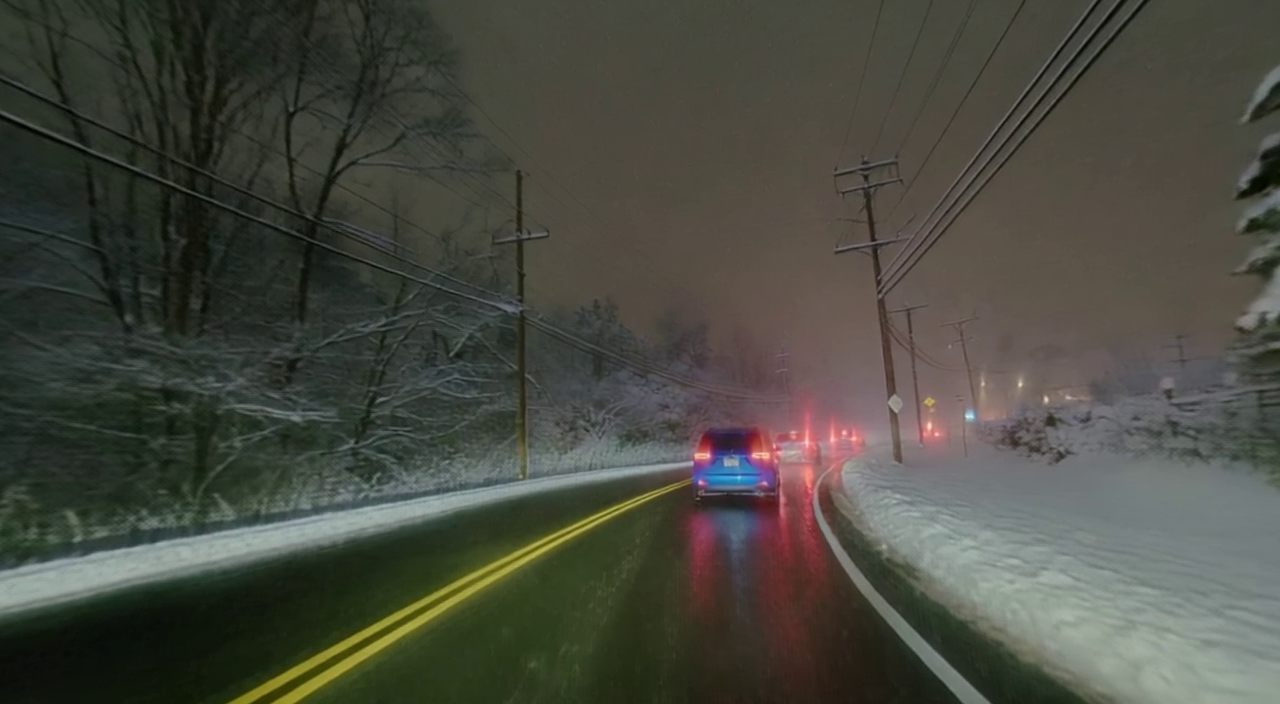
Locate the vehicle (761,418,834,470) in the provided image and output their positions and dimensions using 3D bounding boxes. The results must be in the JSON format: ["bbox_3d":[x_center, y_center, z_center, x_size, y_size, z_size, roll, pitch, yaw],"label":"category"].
[{"bbox_3d":[7.444,4.270,29.283,2.376,2.145,5.953,-4,-9,22],"label":"vehicle"}]

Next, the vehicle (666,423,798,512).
[{"bbox_3d":[2.153,2.403,13.572,2.157,1.565,4.243,-3,-9,17],"label":"vehicle"}]
